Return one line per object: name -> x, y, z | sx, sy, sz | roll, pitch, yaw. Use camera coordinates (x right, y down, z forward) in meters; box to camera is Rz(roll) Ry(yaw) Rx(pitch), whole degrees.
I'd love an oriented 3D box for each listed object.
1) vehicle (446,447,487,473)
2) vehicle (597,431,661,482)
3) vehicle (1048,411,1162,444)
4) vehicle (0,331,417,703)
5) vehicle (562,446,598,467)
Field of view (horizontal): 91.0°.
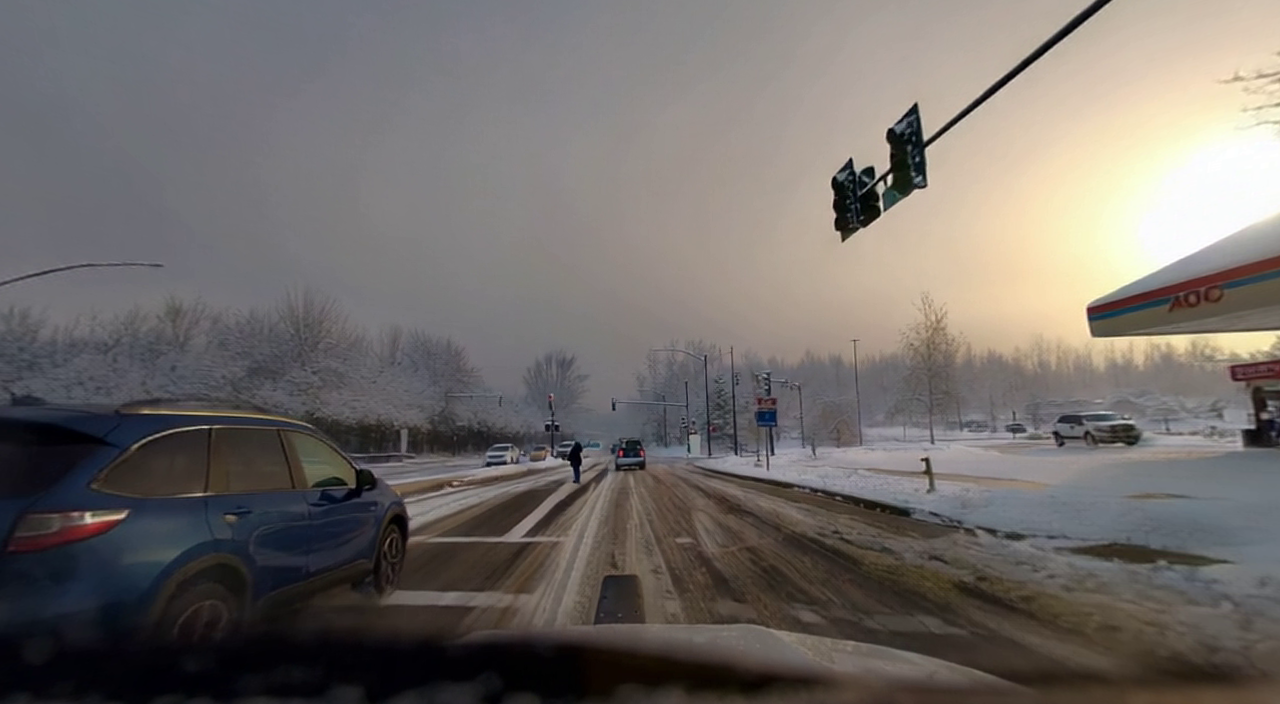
vehicle -> -12.127, 7.540, 44.172 | 1.943, 1.643, 4.167 | -2, -8, -3
vehicle -> -0.530, 4.586, 28.009 | 2.552, 1.999, 5.498 | 0, -8, -2
vehicle -> 27.568, 4.511, 37.435 | 5.102, 1.893, 2.120 | 0, -8, -2
vehicle -> -3.392, 1.090, 4.062 | 2.247, 1.734, 4.919 | 0, -8, -2
vehicle -> -4.331, 7.603, 46.119 | 2.192, 1.458, 4.594 | 0, -8, 0
